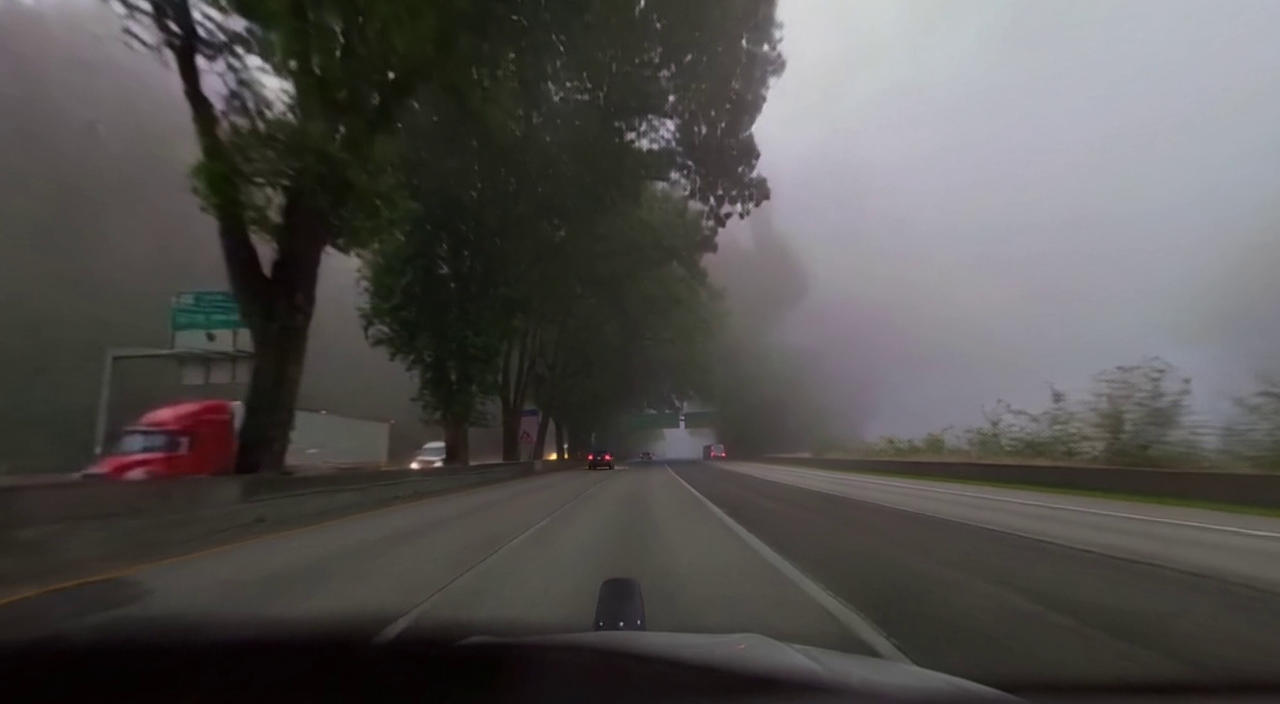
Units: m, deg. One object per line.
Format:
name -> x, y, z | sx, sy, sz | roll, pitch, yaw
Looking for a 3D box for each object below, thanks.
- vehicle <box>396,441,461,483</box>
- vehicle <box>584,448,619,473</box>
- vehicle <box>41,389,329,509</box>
vehicle -> -13.984, 7.304, 42.127 | 2.331, 2.554, 5.554 | 0, -9, 1
vehicle -> -2.662, 7.656, 44.721 | 2.086, 1.650, 4.122 | 0, -9, 2
vehicle -> -18.193, 4.158, 27.144 | 3.189, 3.995, 12.063 | 0, -9, 1
